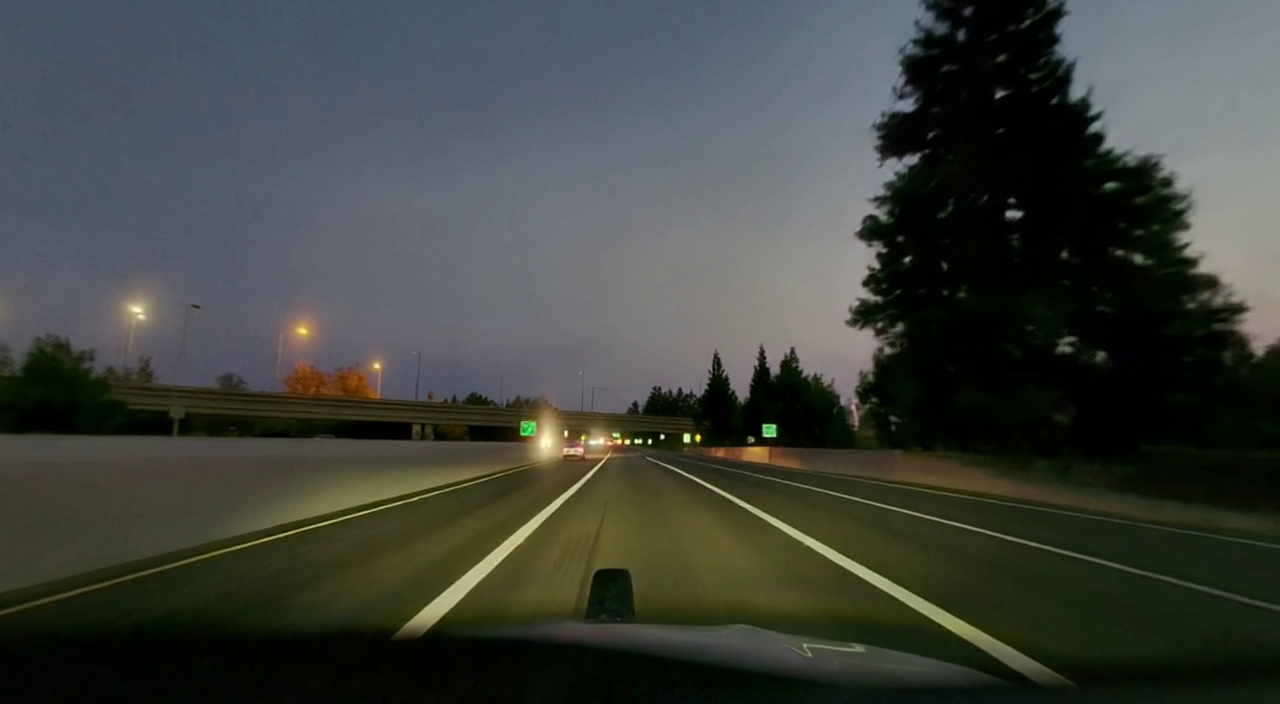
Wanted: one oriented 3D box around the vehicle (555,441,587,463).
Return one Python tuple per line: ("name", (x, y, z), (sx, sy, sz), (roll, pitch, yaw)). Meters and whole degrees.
("vehicle", (-5.066, 7.432, 46.638), (2.008, 1.521, 4.129), (0, -9, -1))
